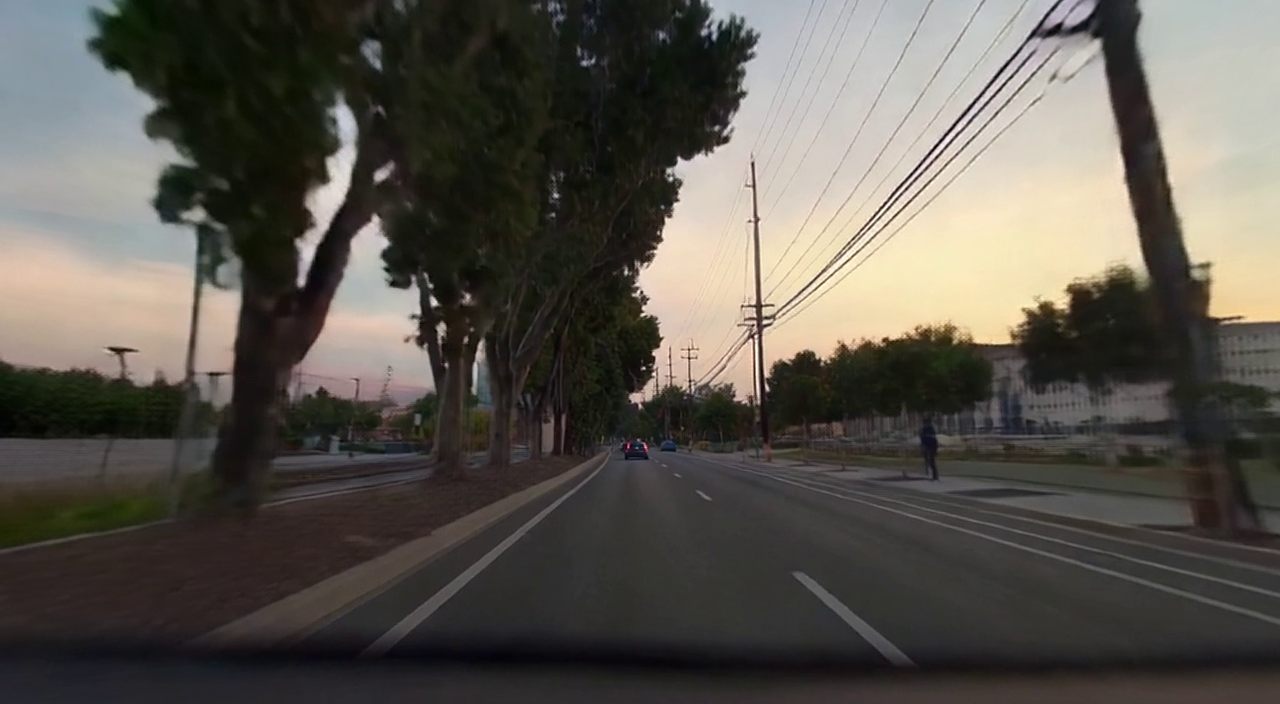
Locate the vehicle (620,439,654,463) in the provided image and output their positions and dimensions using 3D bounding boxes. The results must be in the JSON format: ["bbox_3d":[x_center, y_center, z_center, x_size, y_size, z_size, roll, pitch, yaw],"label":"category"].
[{"bbox_3d":[-0.236,6.512,41.810,2.109,1.501,4.042,0,-8,-1],"label":"vehicle"}]
